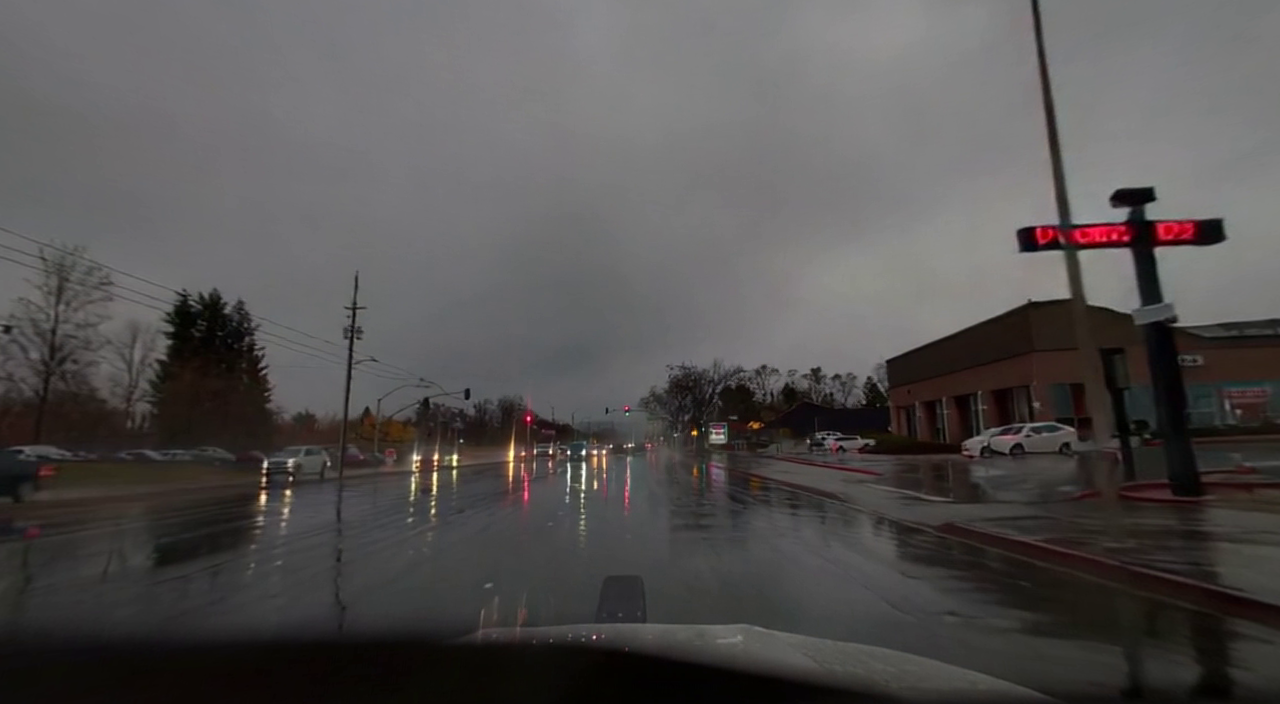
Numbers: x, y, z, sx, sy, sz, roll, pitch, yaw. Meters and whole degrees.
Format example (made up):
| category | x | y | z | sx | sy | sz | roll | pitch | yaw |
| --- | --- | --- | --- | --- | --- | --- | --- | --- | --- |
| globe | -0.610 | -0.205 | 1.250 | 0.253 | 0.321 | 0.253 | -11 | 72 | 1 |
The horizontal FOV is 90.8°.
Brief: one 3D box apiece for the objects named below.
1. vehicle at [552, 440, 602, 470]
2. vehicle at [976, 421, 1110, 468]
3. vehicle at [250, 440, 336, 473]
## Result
| category | x | y | z | sx | sy | sz | roll | pitch | yaw |
| --- | --- | --- | --- | --- | --- | --- | --- | --- | --- |
| vehicle | -3.229 | 5.435 | 33.518 | 2.179 | 1.490 | 4.742 | 0 | -9 | 0 |
| vehicle | 14.793 | 3.449 | 23.665 | 2.036 | 1.520 | 5.417 | -1 | -8 | 7 |
| vehicle | -21.076 | 6.364 | 38.676 | 2.211 | 1.813 | 4.818 | -1 | -9 | 4 |
